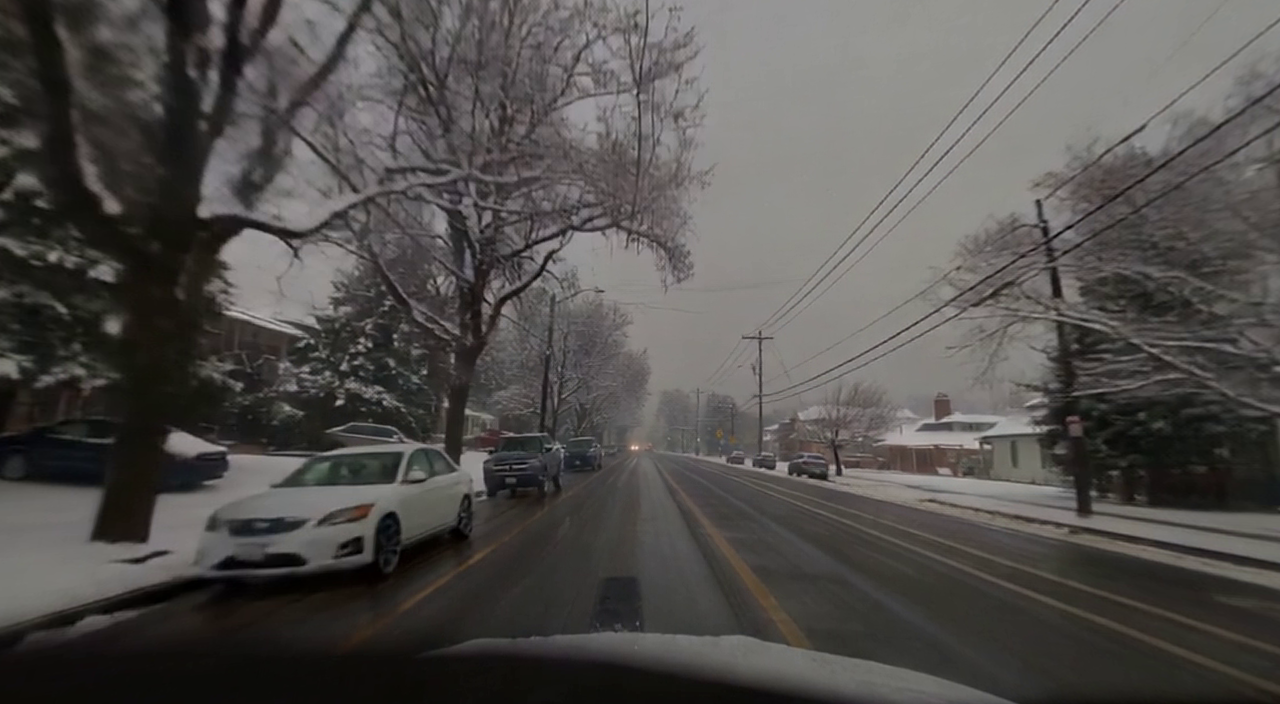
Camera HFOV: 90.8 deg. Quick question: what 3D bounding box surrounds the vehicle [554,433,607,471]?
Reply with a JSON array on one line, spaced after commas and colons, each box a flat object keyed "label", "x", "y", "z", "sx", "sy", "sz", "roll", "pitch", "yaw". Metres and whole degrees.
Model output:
[{"label": "vehicle", "x": -3.137, "y": 5.455, "z": 34.656, "sx": 2.290, "sy": 1.924, "sz": 5.536, "roll": 0, "pitch": -8, "yaw": 1}]

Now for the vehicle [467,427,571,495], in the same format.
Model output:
[{"label": "vehicle", "x": -3.420, "y": 3.221, "z": 18.964, "sx": 2.127, "sy": 1.737, "sz": 4.961, "roll": 0, "pitch": -9, "yaw": 0}]

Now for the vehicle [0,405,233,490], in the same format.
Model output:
[{"label": "vehicle", "x": -11.978, "y": 2.113, "z": 14.207, "sx": 4.156, "sy": 1.562, "sz": 2.011, "roll": 3, "pitch": -8, "yaw": 0}]

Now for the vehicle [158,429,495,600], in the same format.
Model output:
[{"label": "vehicle", "x": -3.459, "y": 1.869, "z": 8.332, "sx": 1.917, "sy": 1.516, "sz": 4.898, "roll": -2, "pitch": -8, "yaw": 1}]

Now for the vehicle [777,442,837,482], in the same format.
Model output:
[{"label": "vehicle", "x": 9.792, "y": 6.439, "z": 37.325, "sx": 2.156, "sy": 1.882, "sz": 4.790, "roll": 8, "pitch": -8, "yaw": 2}]
